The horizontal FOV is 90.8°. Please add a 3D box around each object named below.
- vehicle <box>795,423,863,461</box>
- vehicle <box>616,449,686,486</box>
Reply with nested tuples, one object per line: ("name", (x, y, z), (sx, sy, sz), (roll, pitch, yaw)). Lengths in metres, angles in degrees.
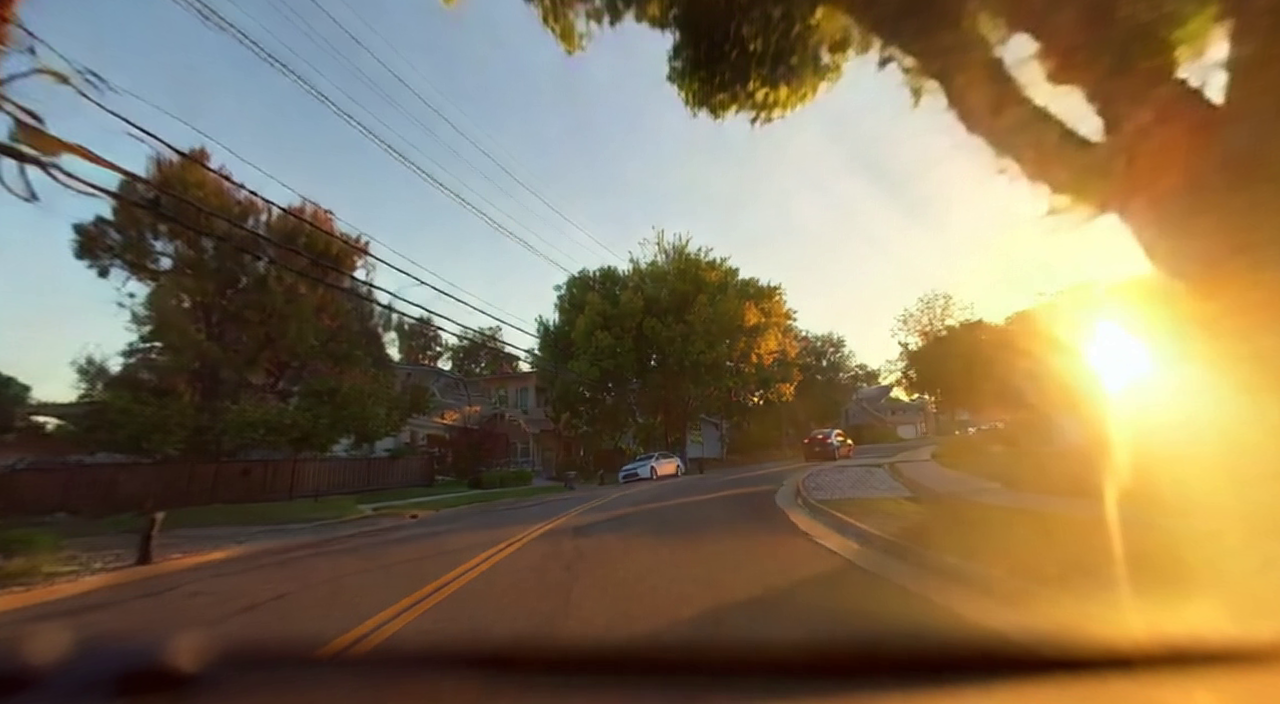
("vehicle", (10.883, 5.149, 36.075), (2.086, 1.974, 4.890), (-6, -10, 36))
("vehicle", (0.721, 6.644, 36.611), (2.039, 1.949, 4.511), (-5, -10, 32))
